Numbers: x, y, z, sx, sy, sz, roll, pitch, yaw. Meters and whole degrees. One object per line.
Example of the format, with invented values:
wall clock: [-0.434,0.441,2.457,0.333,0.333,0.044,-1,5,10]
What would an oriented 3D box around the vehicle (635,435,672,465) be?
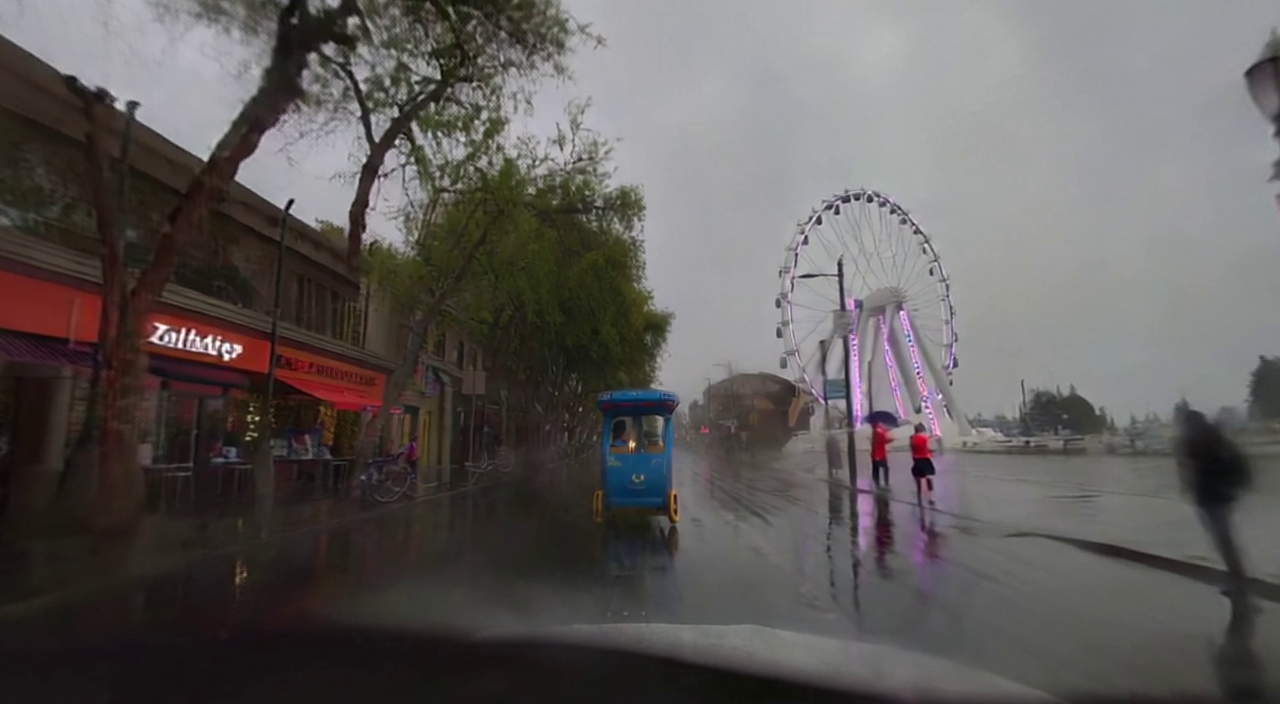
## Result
vehicle: [0.881,6.202,40.000,2.221,1.773,4.228,-1,-9,1]

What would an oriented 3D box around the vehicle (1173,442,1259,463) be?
vehicle: [41.706,7.312,45.696,4.120,1.445,1.893,-2,-9,10]
